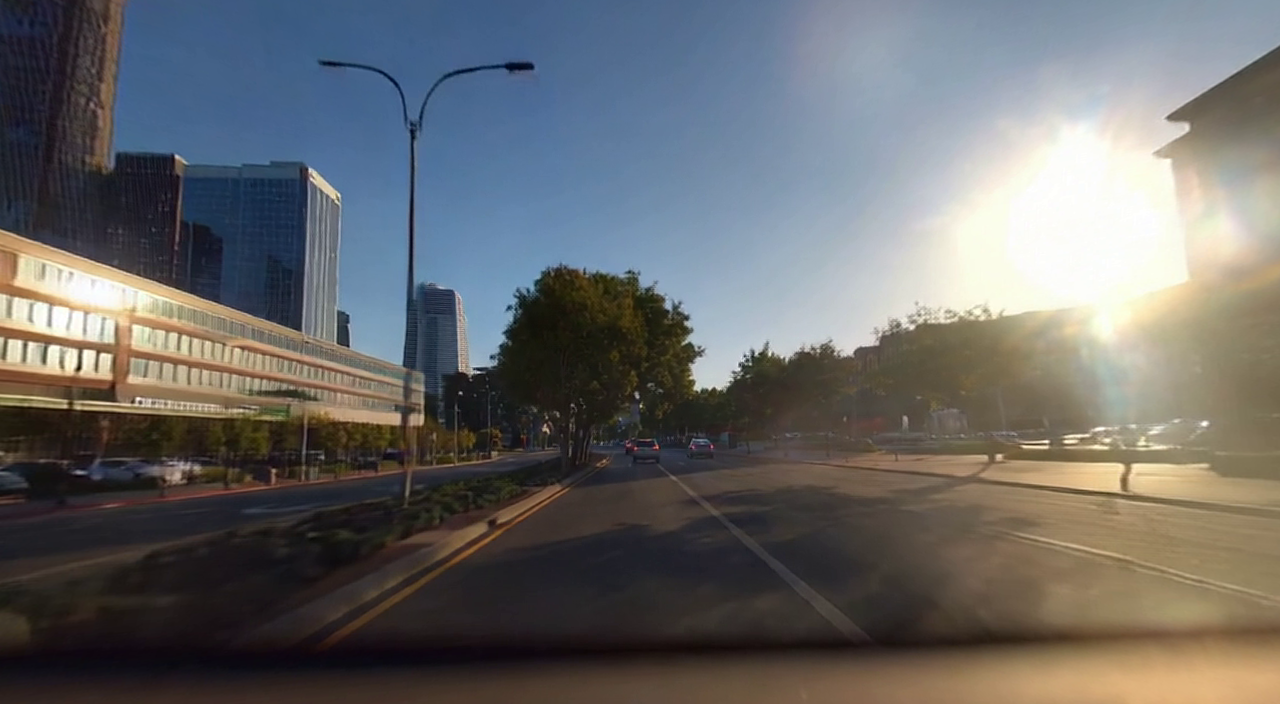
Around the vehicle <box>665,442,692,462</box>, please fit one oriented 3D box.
[{"bbox_3d":[2.894,7.587,47.943,1.685,1.441,3.795,0,-8,-1],"label":"vehicle"}]

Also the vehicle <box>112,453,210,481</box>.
[{"bbox_3d":[-30.266,7.262,39.997,4.621,1.670,1.895,0,-8,-1],"label":"vehicle"}]

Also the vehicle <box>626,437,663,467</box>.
[{"bbox_3d":[0.218,5.953,37.714,2.100,1.683,4.231,0,-8,0],"label":"vehicle"}]

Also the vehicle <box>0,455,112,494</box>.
[{"bbox_3d":[-28.712,5.936,30.931,1.990,1.662,4.352,0,-8,-2],"label":"vehicle"}]
